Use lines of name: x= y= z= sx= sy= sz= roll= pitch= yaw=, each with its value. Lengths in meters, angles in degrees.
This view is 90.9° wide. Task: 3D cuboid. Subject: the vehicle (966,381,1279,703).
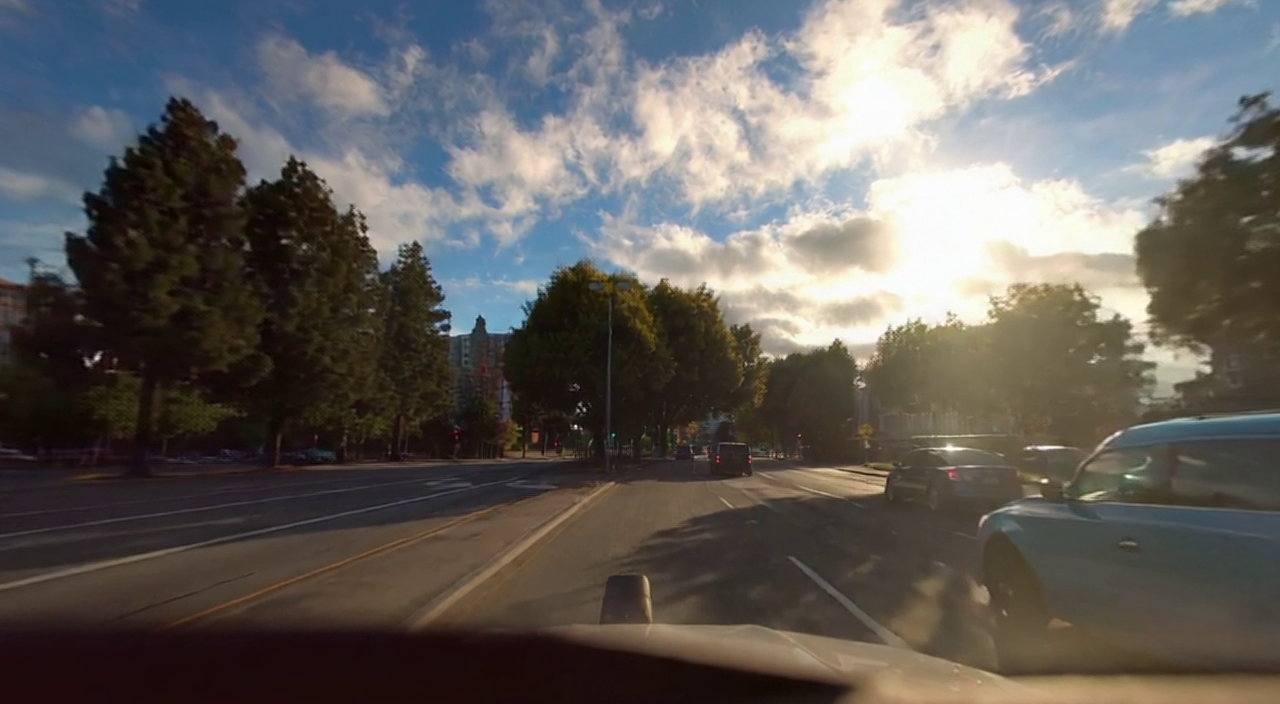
vehicle: x=3.513 y=0.998 z=2.903 sx=1.901 sy=1.634 sz=3.952 roll=0 pitch=-8 yaw=0

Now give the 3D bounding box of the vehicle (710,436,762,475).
vehicle: x=4.835 y=5.275 z=32.347 sx=2.154 sy=1.844 sz=4.634 roll=0 pitch=-8 yaw=3
